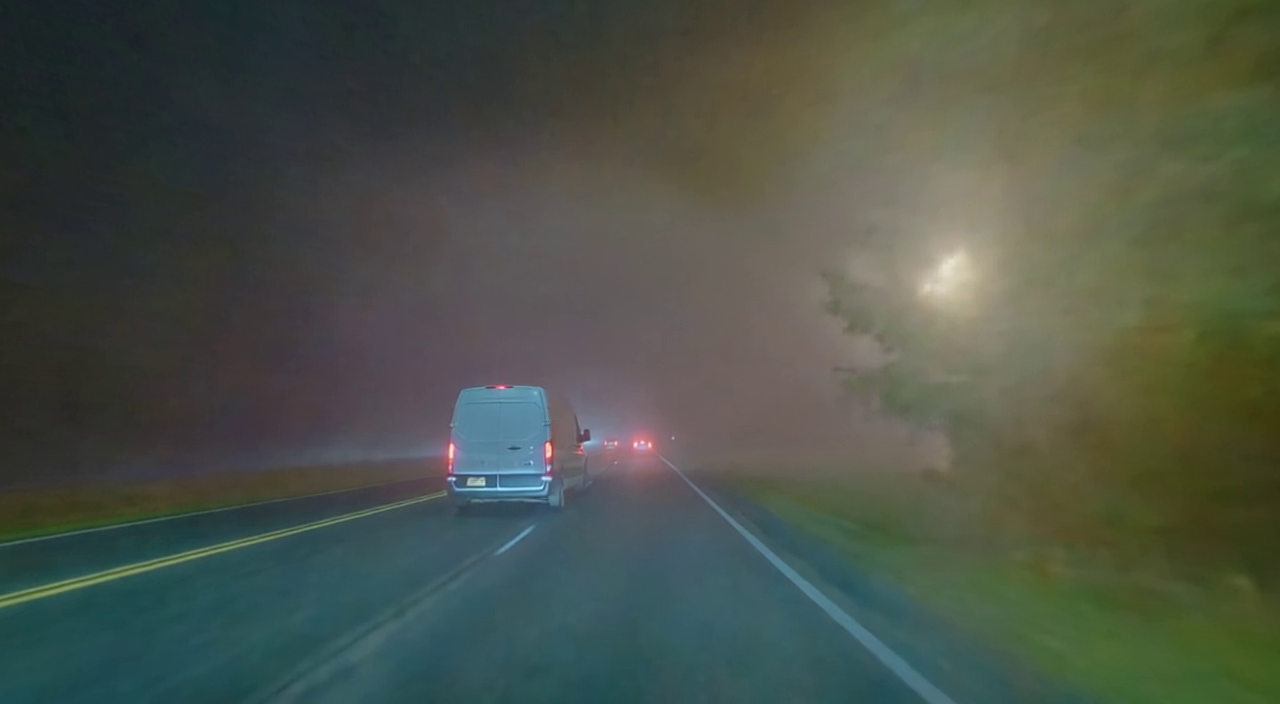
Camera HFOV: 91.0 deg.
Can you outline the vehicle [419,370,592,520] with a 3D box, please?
[{"bbox_3d":[-2.593,2.061,14.150,2.497,2.628,6.016,0,-8,0],"label":"vehicle"}]
